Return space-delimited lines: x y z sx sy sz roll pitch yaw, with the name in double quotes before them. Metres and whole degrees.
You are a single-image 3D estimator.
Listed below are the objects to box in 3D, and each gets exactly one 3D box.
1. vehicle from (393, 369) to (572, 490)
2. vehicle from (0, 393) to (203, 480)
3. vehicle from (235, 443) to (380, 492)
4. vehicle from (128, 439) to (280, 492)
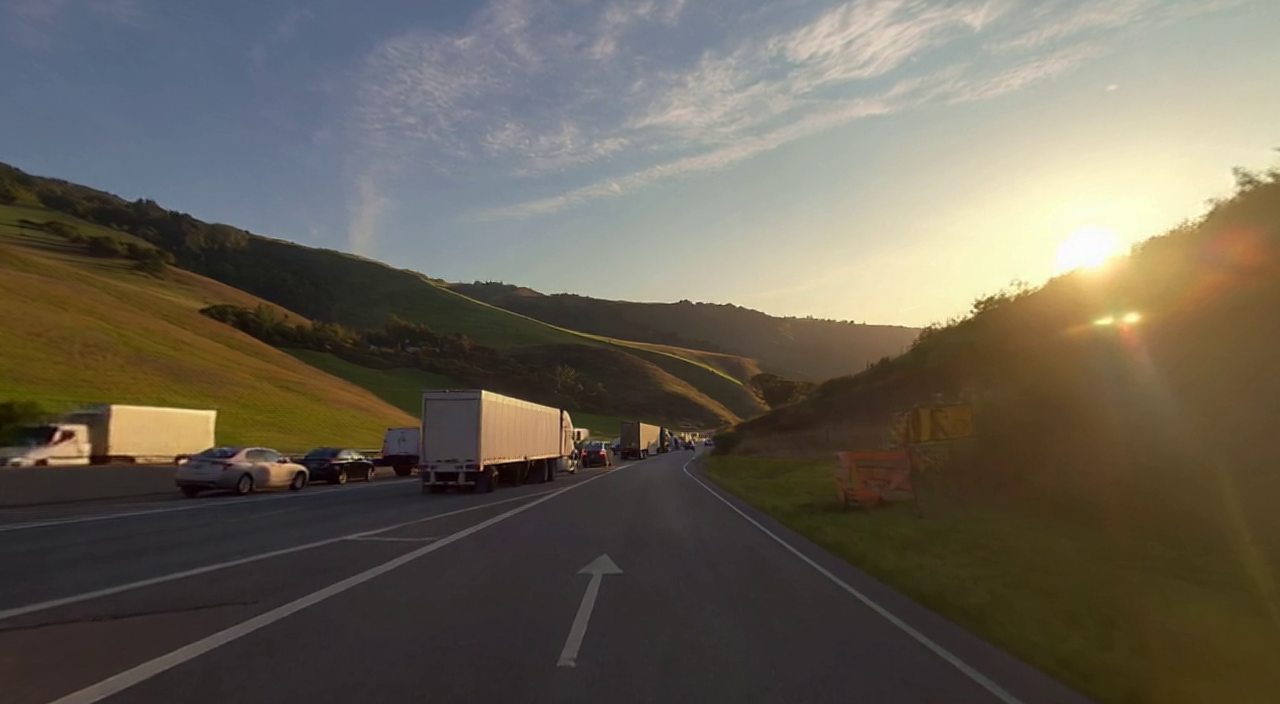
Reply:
"vehicle" -6.138 3.734 28.608 2.848 4.067 14.314 -1 -9 7
"vehicle" -29.182 4.634 33.905 2.934 3.945 10.035 -2 -9 9
"vehicle" -11.370 3.986 22.034 1.925 1.493 4.864 -1 -9 8
"vehicle" -15.271 3.995 22.422 1.943 1.662 4.283 -1 -9 8
